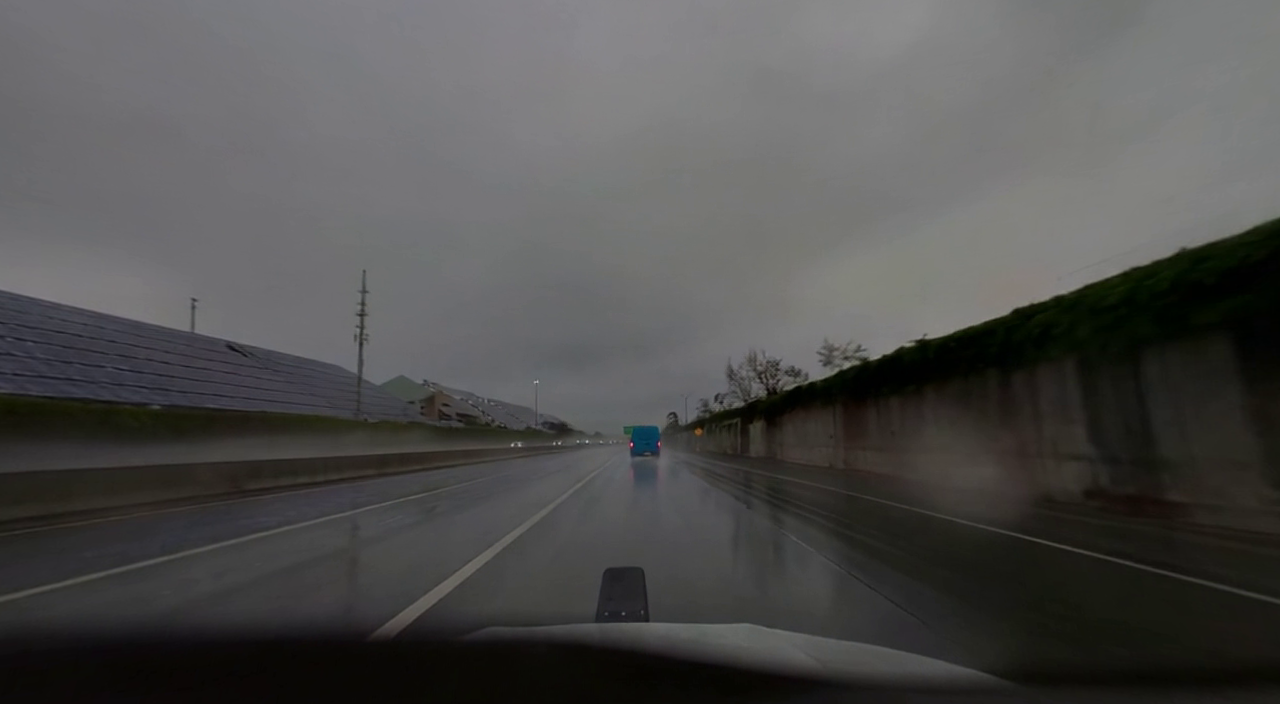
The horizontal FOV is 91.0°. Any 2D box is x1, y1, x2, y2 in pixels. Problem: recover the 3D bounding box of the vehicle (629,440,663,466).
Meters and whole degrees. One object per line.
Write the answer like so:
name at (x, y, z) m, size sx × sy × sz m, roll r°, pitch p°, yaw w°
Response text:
vehicle at (0.351, 6.109, 38.254) m, size 1.997 × 1.484 × 3.409 m, roll 0°, pitch -8°, yaw 0°
